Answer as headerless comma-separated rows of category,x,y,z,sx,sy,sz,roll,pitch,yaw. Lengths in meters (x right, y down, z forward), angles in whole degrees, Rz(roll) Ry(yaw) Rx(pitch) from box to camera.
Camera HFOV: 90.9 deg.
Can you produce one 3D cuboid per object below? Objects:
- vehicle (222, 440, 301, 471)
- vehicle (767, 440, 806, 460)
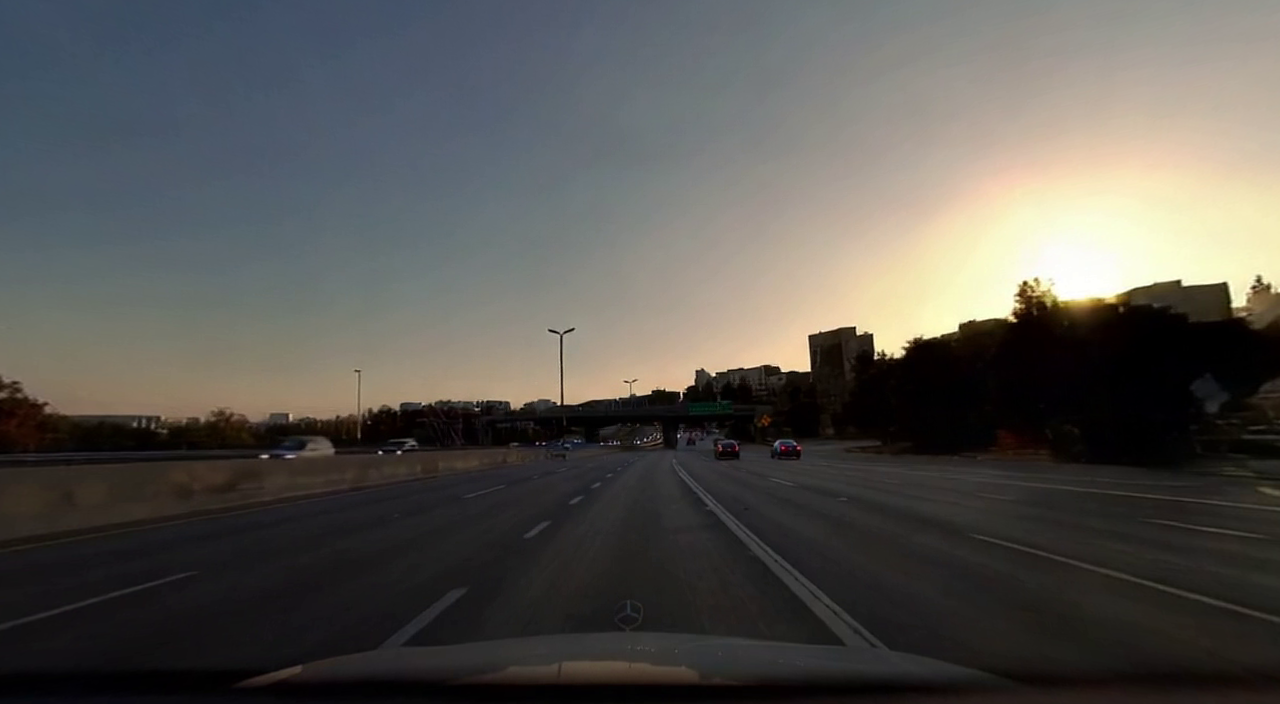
vehicle,-17.655,4.830,29.610,1.487,1.357,3.356,-1,-8,3
vehicle,11.481,7.710,49.666,2.000,1.514,4.585,-1,-8,1
